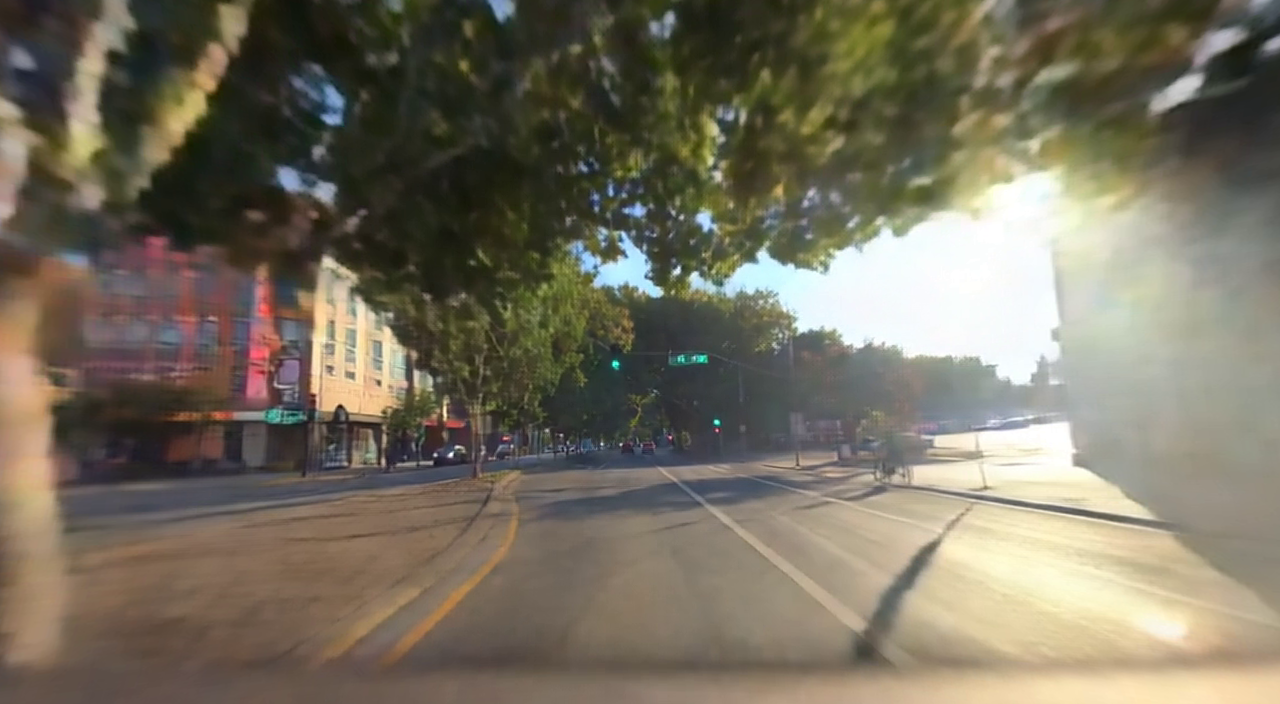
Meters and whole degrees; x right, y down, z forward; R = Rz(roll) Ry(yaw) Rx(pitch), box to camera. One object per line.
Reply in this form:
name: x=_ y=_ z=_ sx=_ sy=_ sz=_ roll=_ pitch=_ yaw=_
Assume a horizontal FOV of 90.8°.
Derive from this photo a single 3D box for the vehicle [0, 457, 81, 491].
vehicle: x=-31.900 y=6.249 z=32.544 sx=4.486 sy=1.614 sz=1.950 roll=-1 pitch=-9 yaw=5
